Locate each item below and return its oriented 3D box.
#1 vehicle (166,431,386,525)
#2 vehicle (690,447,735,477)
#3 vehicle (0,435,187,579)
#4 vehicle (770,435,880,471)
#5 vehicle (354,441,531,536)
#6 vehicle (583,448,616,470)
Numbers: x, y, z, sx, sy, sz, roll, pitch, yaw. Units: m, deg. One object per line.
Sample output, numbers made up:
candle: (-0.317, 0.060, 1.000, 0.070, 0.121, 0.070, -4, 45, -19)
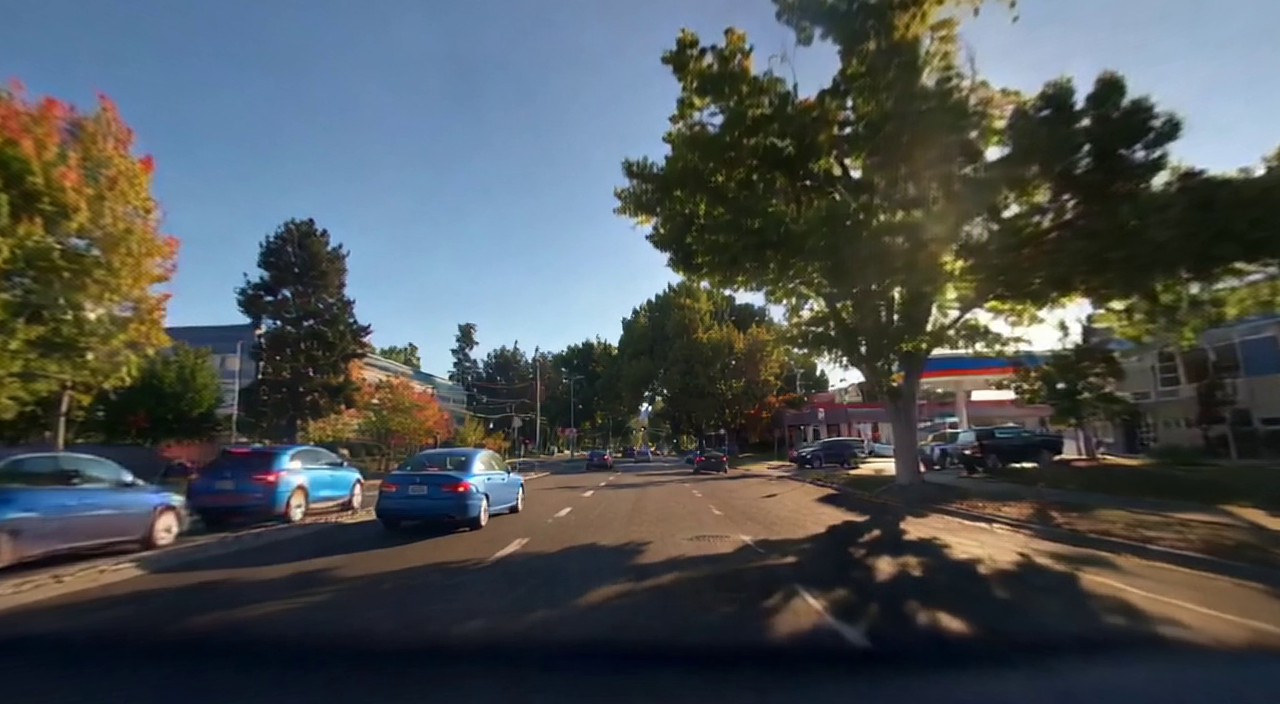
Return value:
vehicle: (-8.608, 3.009, 15.765, 2.370, 1.909, 5.431, 0, -9, -2)
vehicle: (3.684, 5.659, 32.724, 1.883, 1.465, 3.975, 0, -9, 0)
vehicle: (-8.413, 1.950, 8.092, 1.922, 1.660, 4.332, -3, -8, 1)
vehicle: (11.155, 6.135, 38.405, 5.931, 1.872, 2.264, -3, -9, 4)
vehicle: (-3.481, 2.483, 12.133, 1.803, 1.463, 4.422, 0, -9, 2)
vehicle: (-2.736, 7.363, 43.582, 1.841, 1.474, 4.038, 0, -9, 2)
